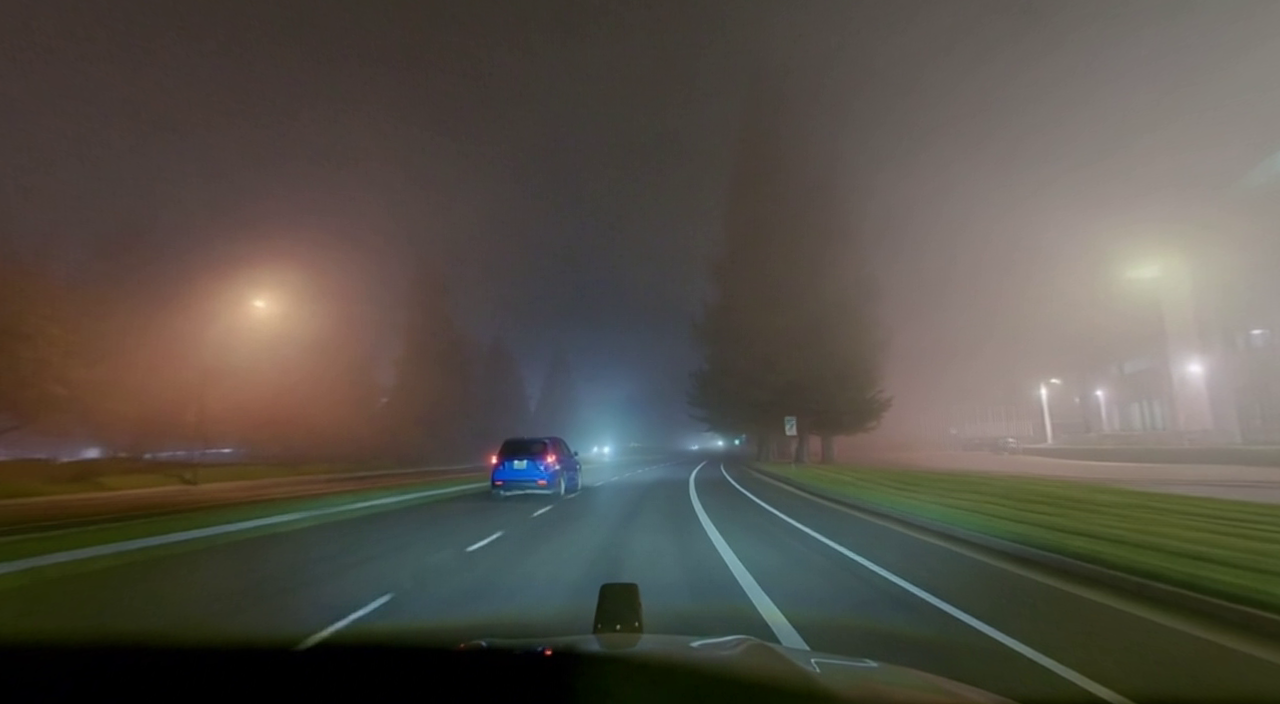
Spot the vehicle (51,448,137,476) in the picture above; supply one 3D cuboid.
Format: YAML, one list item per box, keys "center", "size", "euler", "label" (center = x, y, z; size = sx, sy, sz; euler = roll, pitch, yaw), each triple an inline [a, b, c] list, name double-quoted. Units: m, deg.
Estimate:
- center: [-42.846, 8.619, 49.670]
  size: [4.782, 2.077, 2.264]
  euler: [-1, -9, 5]
  label: "vehicle"

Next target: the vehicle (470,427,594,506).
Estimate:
- center: [-2.560, 2.872, 16.196]
  size: [2.121, 1.724, 4.392]
  euler: [-1, -9, 4]
  label: "vehicle"

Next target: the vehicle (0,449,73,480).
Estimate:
- center: [-43.058, 7.838, 44.080]
  size: [5.067, 2.065, 2.236]
  euler: [-2, -9, 8]
  label: "vehicle"
